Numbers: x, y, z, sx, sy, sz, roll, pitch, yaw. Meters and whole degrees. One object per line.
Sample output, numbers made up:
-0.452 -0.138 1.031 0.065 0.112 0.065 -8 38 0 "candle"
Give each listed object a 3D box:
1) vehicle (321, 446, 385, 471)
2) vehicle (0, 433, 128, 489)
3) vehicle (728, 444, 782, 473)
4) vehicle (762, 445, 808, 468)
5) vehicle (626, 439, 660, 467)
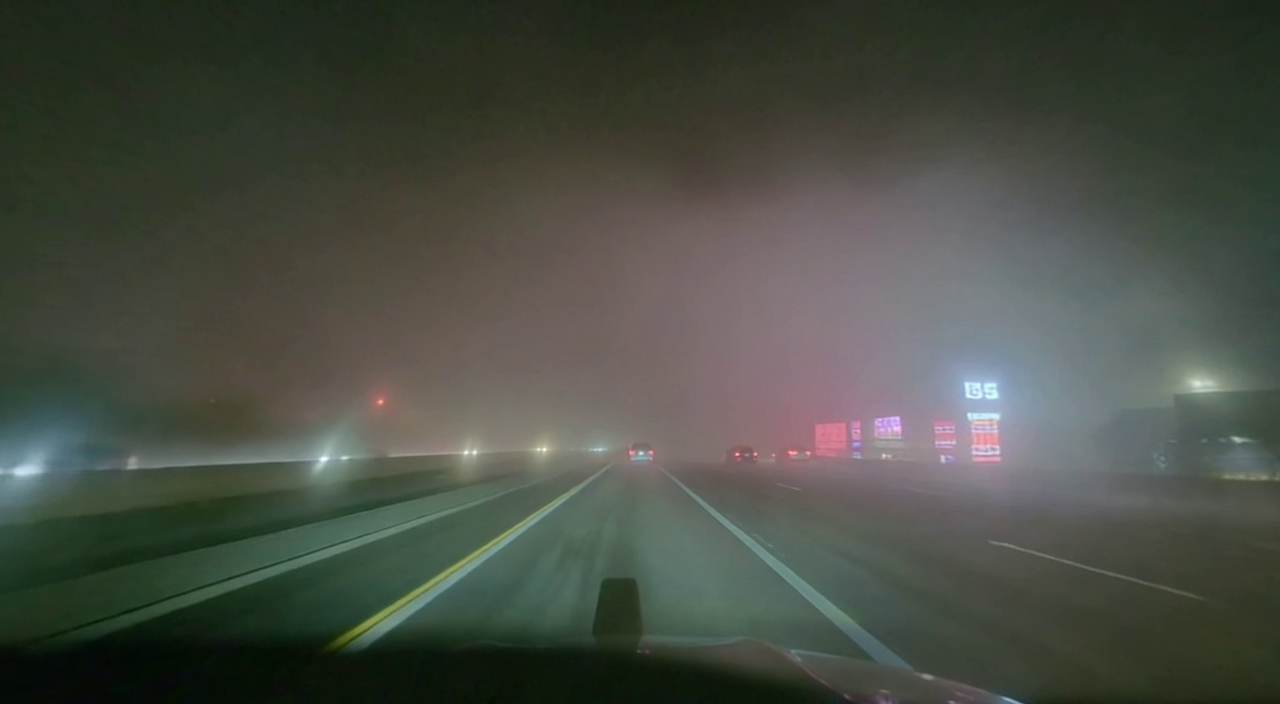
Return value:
-18.361 6.789 40.672 1.995 1.499 4.699 0 -9 -1 "vehicle"
-21.590 3.891 22.861 2.007 1.811 4.925 0 -9 -1 "vehicle"
6.177 5.779 34.527 1.976 1.477 4.448 0 -9 -2 "vehicle"
10.029 7.230 43.970 1.953 1.473 4.512 0 -9 -2 "vehicle"
0.162 6.895 43.154 2.154 1.786 5.045 0 -9 -2 "vehicle"
